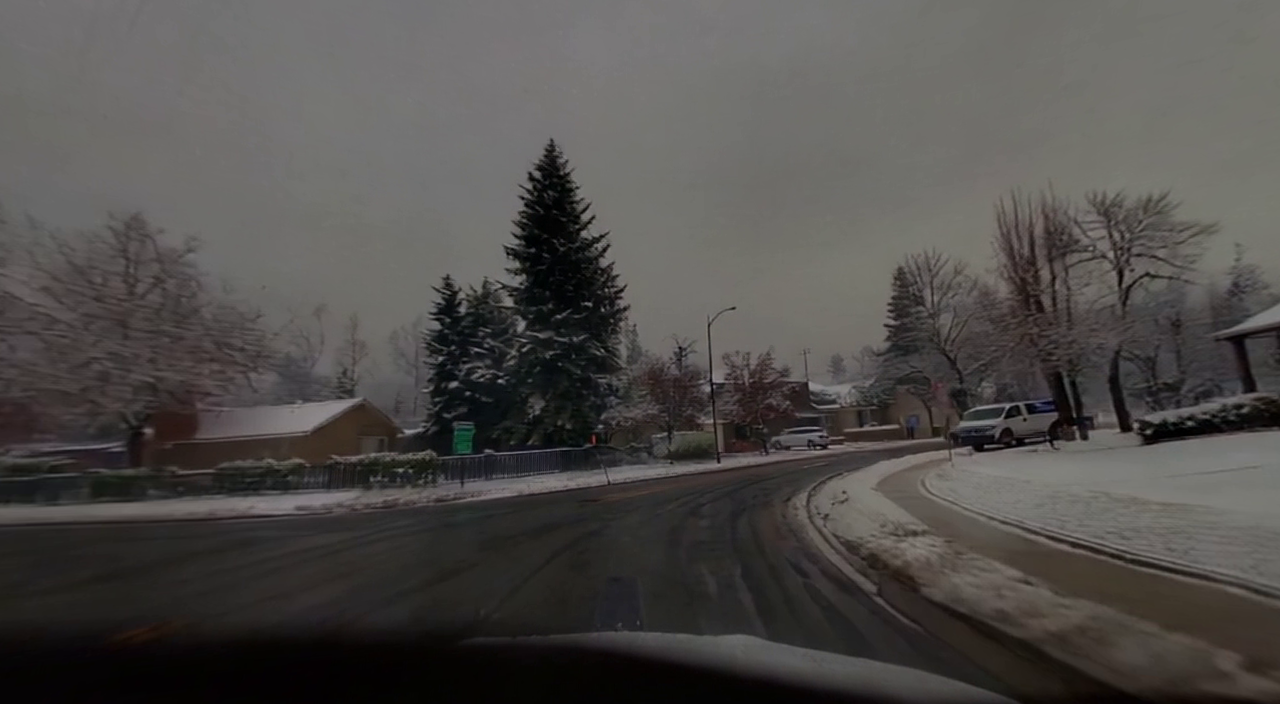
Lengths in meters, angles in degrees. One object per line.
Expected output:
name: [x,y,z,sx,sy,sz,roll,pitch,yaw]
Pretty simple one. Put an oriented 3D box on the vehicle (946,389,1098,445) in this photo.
vehicle: [16.053,2.856,26.774,5.011,2.014,2.056,-9,-13,42]
